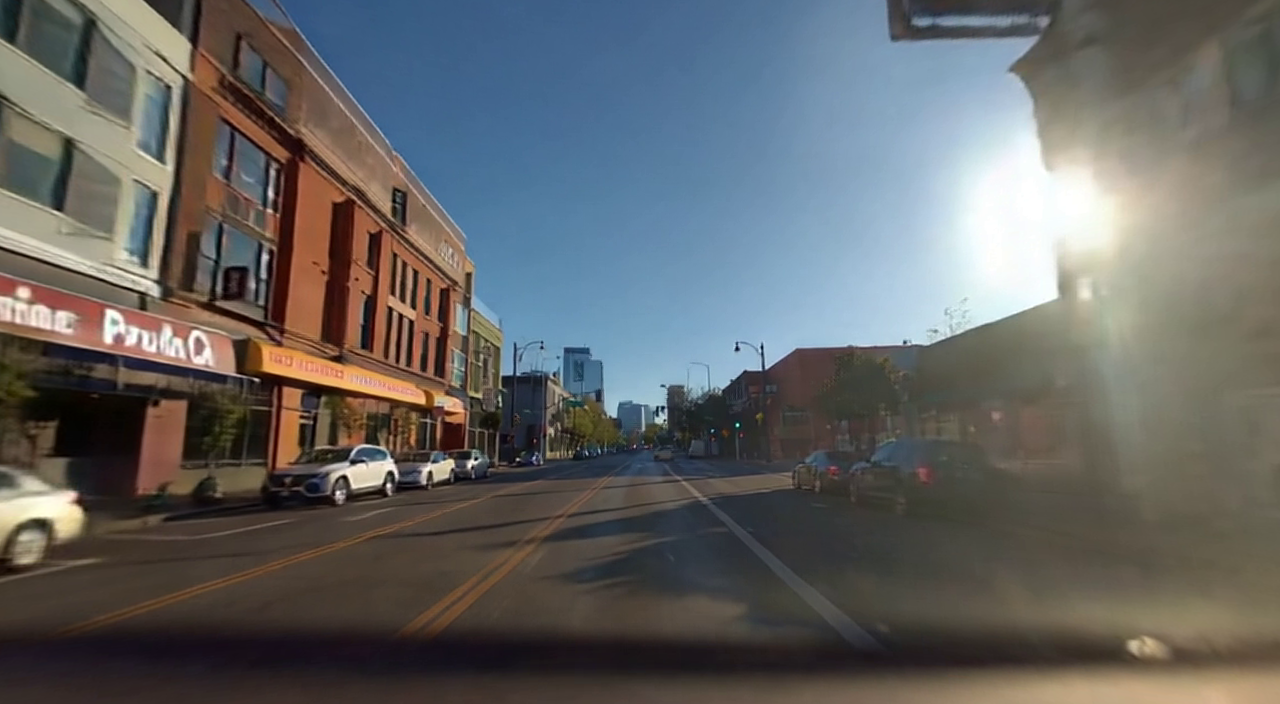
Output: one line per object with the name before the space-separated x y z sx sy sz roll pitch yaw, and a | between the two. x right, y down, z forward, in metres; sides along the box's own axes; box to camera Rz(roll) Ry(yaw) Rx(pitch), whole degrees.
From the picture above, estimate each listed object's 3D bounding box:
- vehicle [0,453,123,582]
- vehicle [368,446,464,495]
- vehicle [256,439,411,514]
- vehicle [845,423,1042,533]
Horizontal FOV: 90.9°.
vehicle | -8.898 1.962 7.257 1.905 1.576 4.566 -2 -11 1
vehicle | -8.870 4.700 25.499 2.004 1.709 4.941 0 -8 1
vehicle | -8.790 3.581 18.694 2.140 1.861 4.801 -1 -9 1
vehicle | 5.979 2.505 13.194 1.922 1.871 4.477 0 -8 1
